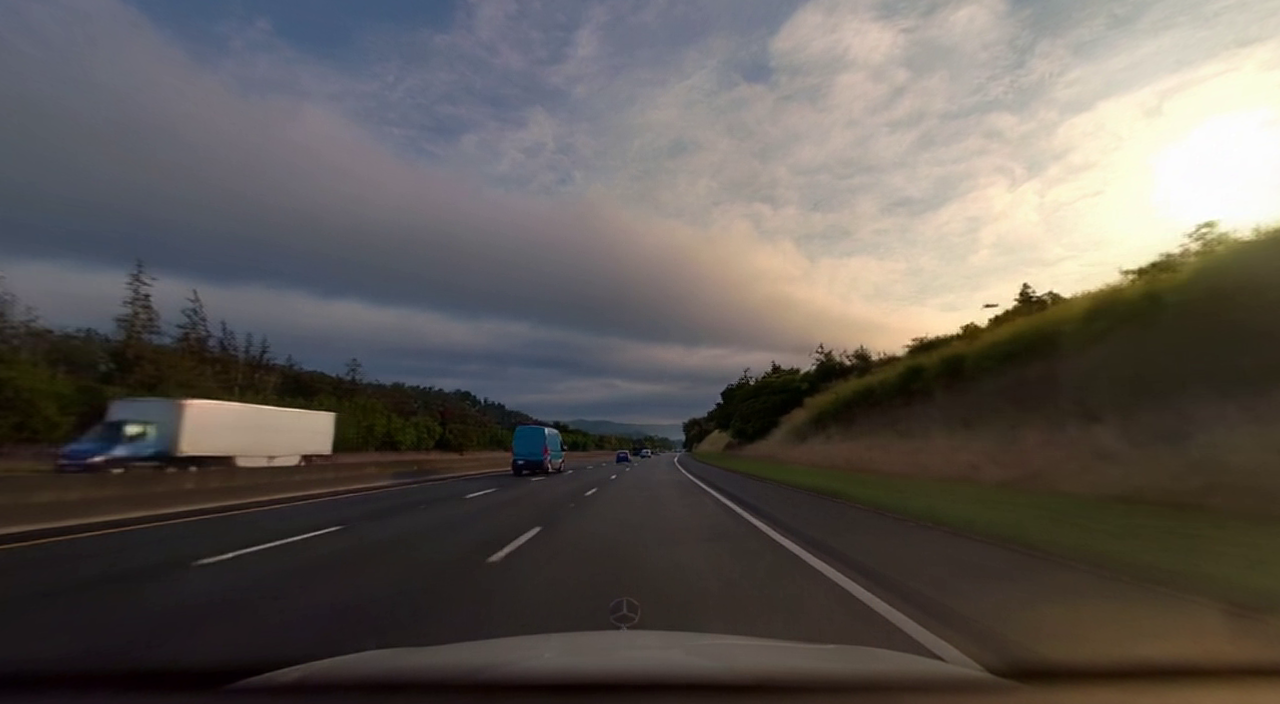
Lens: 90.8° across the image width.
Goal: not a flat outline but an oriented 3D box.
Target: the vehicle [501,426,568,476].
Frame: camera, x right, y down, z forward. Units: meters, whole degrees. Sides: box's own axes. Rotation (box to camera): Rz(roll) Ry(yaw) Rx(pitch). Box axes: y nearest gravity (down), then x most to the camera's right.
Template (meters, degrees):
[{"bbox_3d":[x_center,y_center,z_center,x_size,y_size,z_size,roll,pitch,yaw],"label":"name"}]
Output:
[{"bbox_3d":[-5.695,5.494,34.958,2.449,2.471,6.130,-1,-9,2],"label":"vehicle"}]

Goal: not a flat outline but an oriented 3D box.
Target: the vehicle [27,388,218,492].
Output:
[{"bbox_3d":[-22.169,3.870,27.598,2.970,4.003,5.894,-1,-9,2],"label":"vehicle"}]
